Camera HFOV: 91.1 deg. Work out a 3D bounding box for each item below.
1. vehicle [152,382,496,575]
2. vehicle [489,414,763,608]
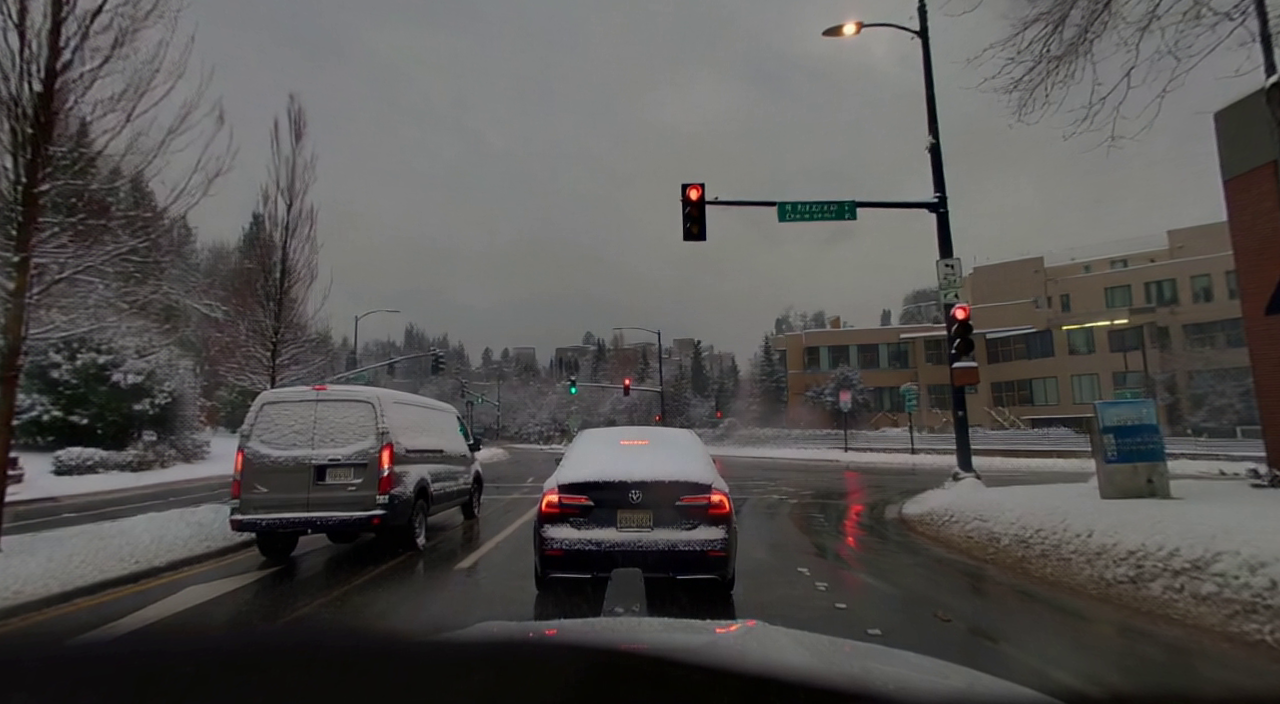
[{"bbox_3d":[-3.576,1.529,8.552,2.076,1.820,5.100,0,-8,-1],"label":"vehicle"},{"bbox_3d":[-0.114,1.464,6.773,2.064,1.452,3.942,0,-8,0],"label":"vehicle"}]
